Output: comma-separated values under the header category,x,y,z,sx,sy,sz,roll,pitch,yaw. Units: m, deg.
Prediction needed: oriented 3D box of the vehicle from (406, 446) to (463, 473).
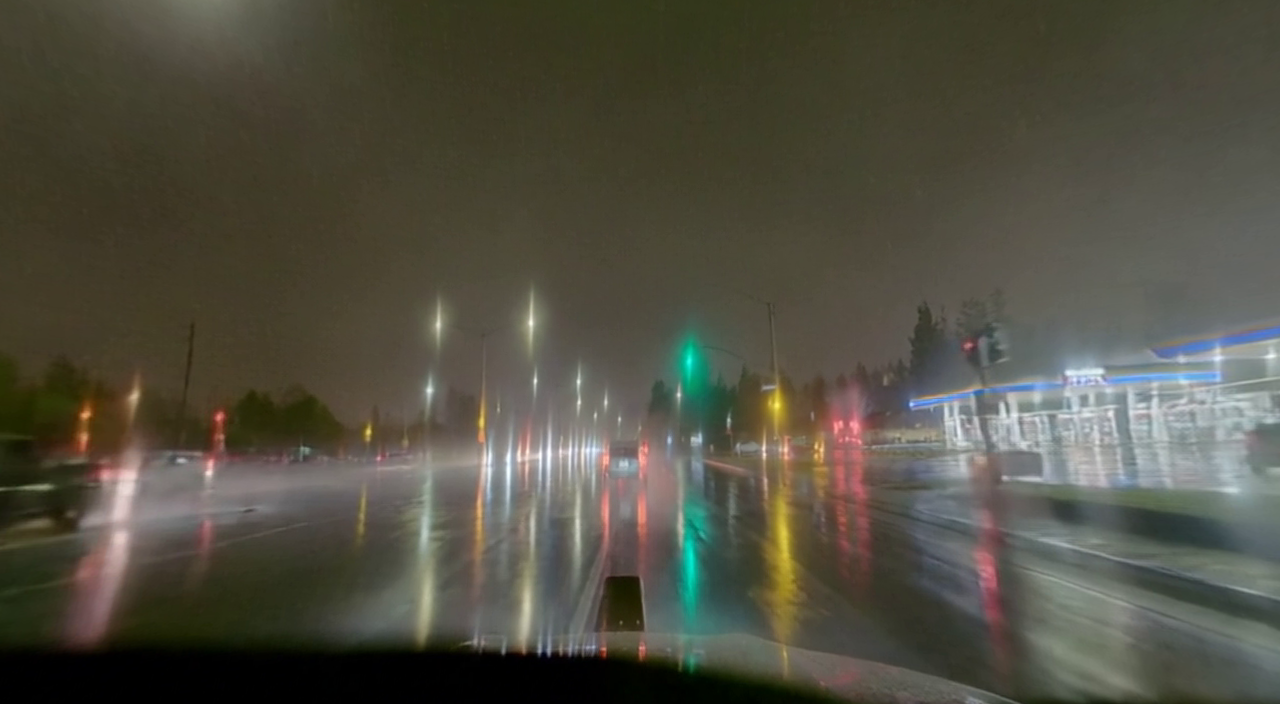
category,x,y,z,sx,sy,sz,roll,pitch,yaw
vehicle,-12.690,6.650,39.123,1.989,1.539,4.413,0,-9,1

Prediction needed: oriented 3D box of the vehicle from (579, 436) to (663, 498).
category,x,y,z,sx,sy,sz,roll,pitch,yaw
vehicle,-0.461,3.163,17.724,2.062,1.519,4.214,0,-8,0

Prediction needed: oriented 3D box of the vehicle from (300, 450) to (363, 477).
category,x,y,z,sx,sy,sz,roll,pitch,yaw
vehicle,-19.113,6.893,39.184,1.860,1.511,4.125,1,-9,-1

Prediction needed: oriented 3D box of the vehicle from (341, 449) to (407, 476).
category,x,y,z,sx,sy,sz,roll,pitch,yaw
vehicle,-16.050,6.662,38.284,1.920,1.481,4.660,0,-9,1

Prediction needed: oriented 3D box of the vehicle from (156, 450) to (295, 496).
category,x,y,z,sx,sy,sz,roll,pitch,yaw
vehicle,-15.601,4.546,24.078,1.960,1.508,4.794,0,-9,1

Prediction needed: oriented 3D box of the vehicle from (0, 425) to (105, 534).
category,x,y,z,sx,sy,sz,roll,pitch,yaw
vehicle,-12.695,2.256,11.055,2.161,1.950,4.962,0,-8,0
